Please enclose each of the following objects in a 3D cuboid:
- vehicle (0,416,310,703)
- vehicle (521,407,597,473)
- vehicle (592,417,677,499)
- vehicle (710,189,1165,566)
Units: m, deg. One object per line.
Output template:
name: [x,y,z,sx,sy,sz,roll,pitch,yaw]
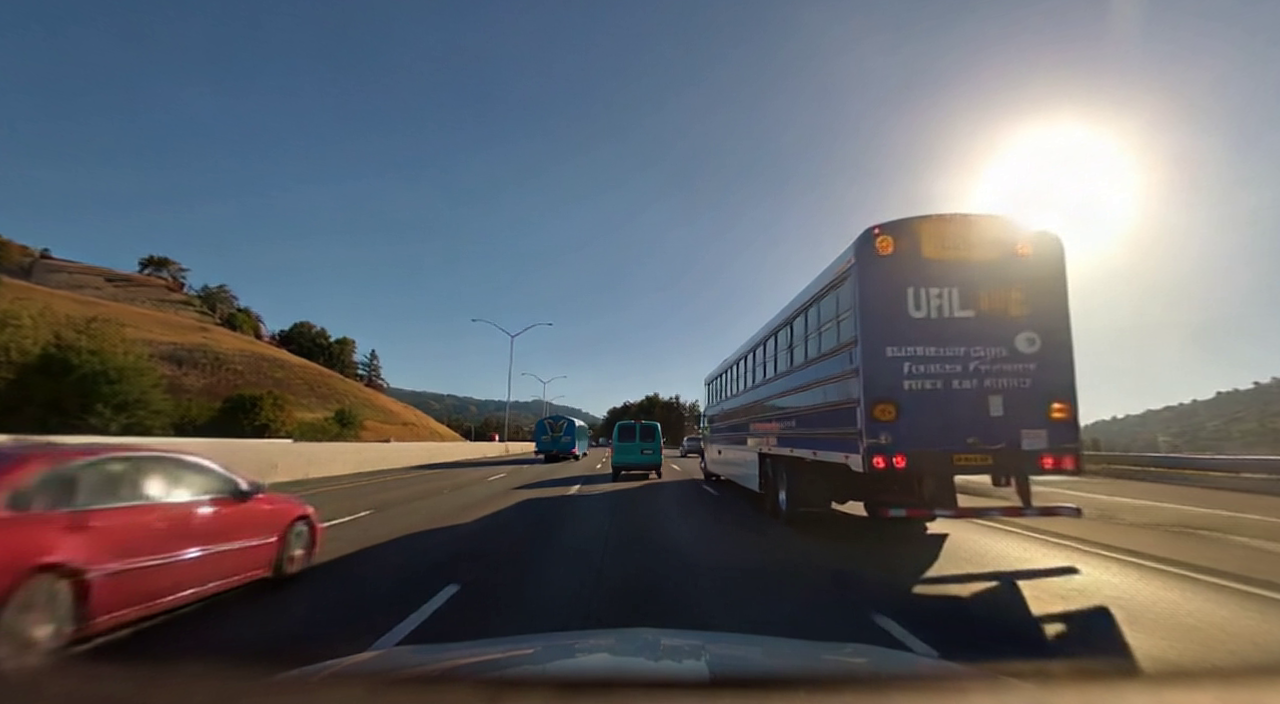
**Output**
vehicle: [-4.046,1.129,3.600,2.039,1.453,4.197,0,-8,0]
vehicle: [-3.953,4.603,32.846,2.947,3.009,7.991,0,-8,-1]
vehicle: [-0.206,2.857,17.331,2.037,1.929,4.343,0,-8,-2]
vehicle: [3.857,1.154,13.416,3.006,4.101,13.245,0,-8,-1]
